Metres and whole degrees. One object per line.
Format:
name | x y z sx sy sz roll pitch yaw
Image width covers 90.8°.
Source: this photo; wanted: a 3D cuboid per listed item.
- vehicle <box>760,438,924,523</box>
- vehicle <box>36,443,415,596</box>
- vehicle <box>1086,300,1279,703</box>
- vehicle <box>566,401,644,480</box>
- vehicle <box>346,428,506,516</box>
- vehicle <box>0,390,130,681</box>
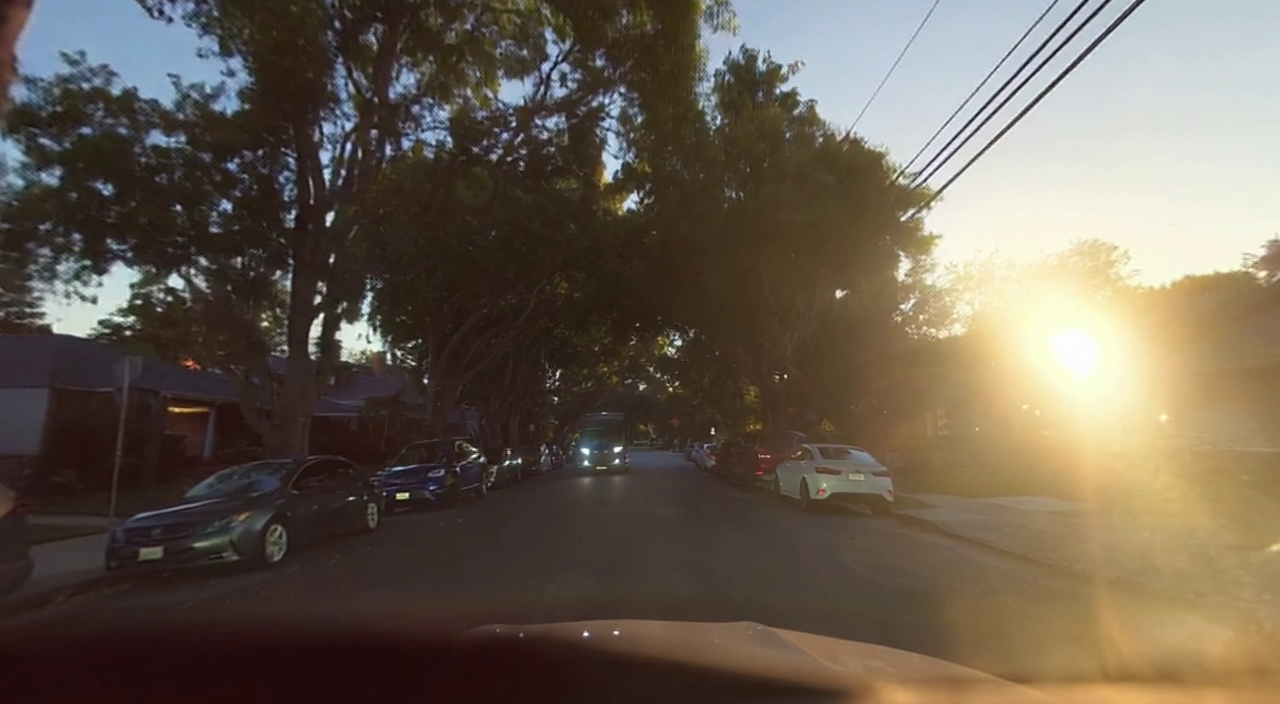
vehicle | 3.962 2.566 13.251 1.813 1.468 4.267 1 -8 -3
vehicle | -4.937 1.995 8.636 1.861 1.474 4.749 0 -8 2
vehicle | 3.447 0.550 0.804 2.182 1.900 4.779 0 -8 -1
vehicle | -1.267 3.728 26.587 2.716 2.887 6.781 0 -8 2
vehicle | -4.987 2.862 15.734 2.002 1.781 5.380 0 -8 1
vehicle | -5.091 0.926 2.413 2.203 1.815 4.972 0 -8 -2
